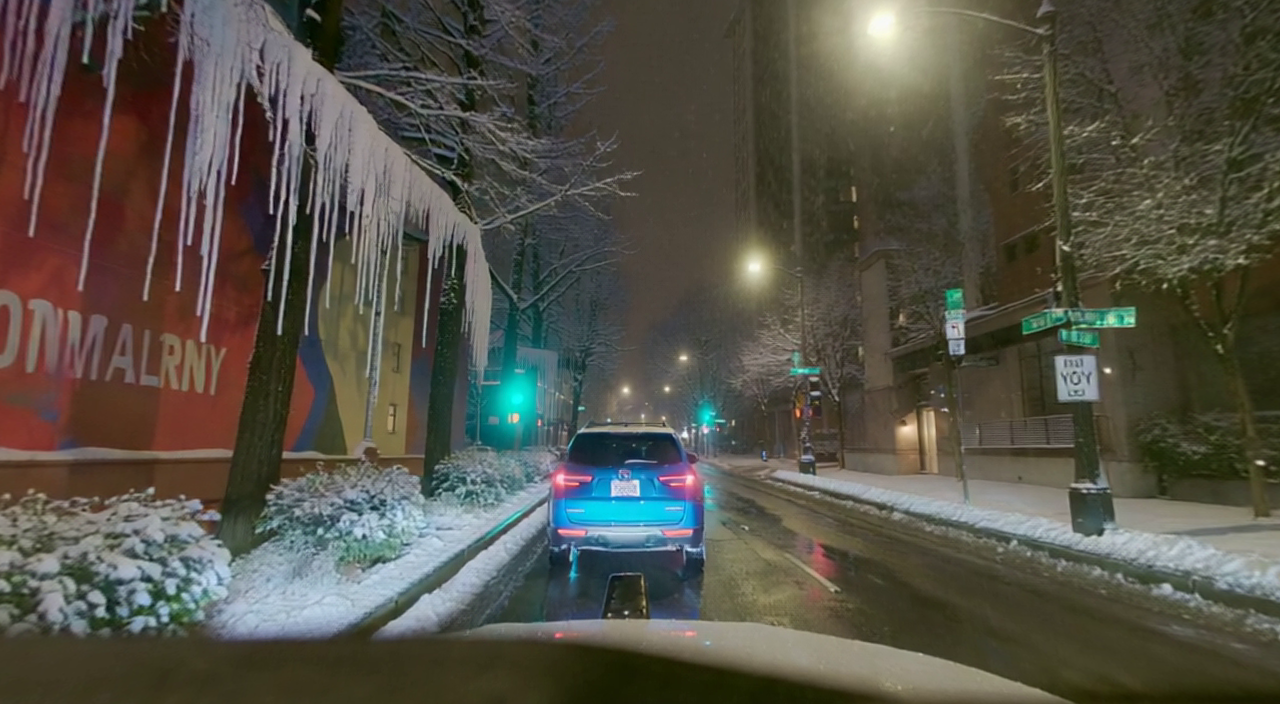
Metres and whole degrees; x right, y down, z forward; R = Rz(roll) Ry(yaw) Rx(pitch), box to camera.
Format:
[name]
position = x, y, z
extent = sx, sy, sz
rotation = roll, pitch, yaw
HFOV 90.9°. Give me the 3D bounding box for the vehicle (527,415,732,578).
[vehicle]
position = -0.134, 1.756, 8.404
extent = 2.079, 1.621, 3.861
rotation = 0, -8, -1
